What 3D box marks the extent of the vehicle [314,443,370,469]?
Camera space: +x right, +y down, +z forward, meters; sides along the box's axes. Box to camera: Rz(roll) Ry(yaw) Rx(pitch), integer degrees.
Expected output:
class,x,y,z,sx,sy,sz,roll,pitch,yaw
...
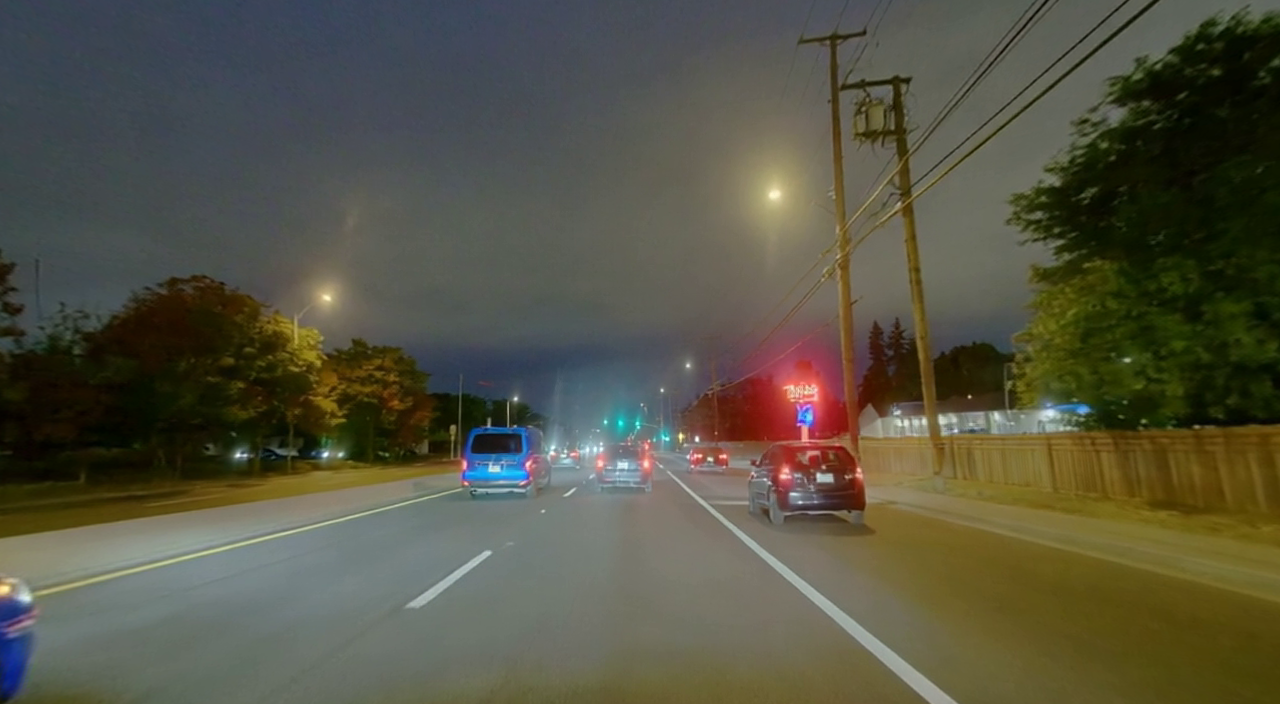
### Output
class,x,y,z,sx,sy,sz,roll,pitch,yaw
vehicle,-23.147,8.094,49.265,2.094,1.899,4.789,0,-9,-1

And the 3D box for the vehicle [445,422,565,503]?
class,x,y,z,sx,sy,sz,roll,pitch,yaw
vehicle,-3.370,2.894,16.898,2.092,1.839,4.736,0,-9,1

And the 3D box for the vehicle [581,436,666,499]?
class,x,y,z,sx,sy,sz,roll,pitch,yaw
vehicle,-0.411,3.139,17.526,2.097,1.511,3.809,0,-9,0

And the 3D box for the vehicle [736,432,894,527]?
class,x,y,z,sx,sy,sz,roll,pitch,yaw
vehicle,3.117,2.348,12.128,1.880,1.521,3.724,0,-9,-2

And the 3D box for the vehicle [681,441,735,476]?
class,x,y,z,sx,sy,sz,roll,pitch,yaw
vehicle,3.054,4.918,29.311,1.878,1.479,4.461,0,-9,-2
